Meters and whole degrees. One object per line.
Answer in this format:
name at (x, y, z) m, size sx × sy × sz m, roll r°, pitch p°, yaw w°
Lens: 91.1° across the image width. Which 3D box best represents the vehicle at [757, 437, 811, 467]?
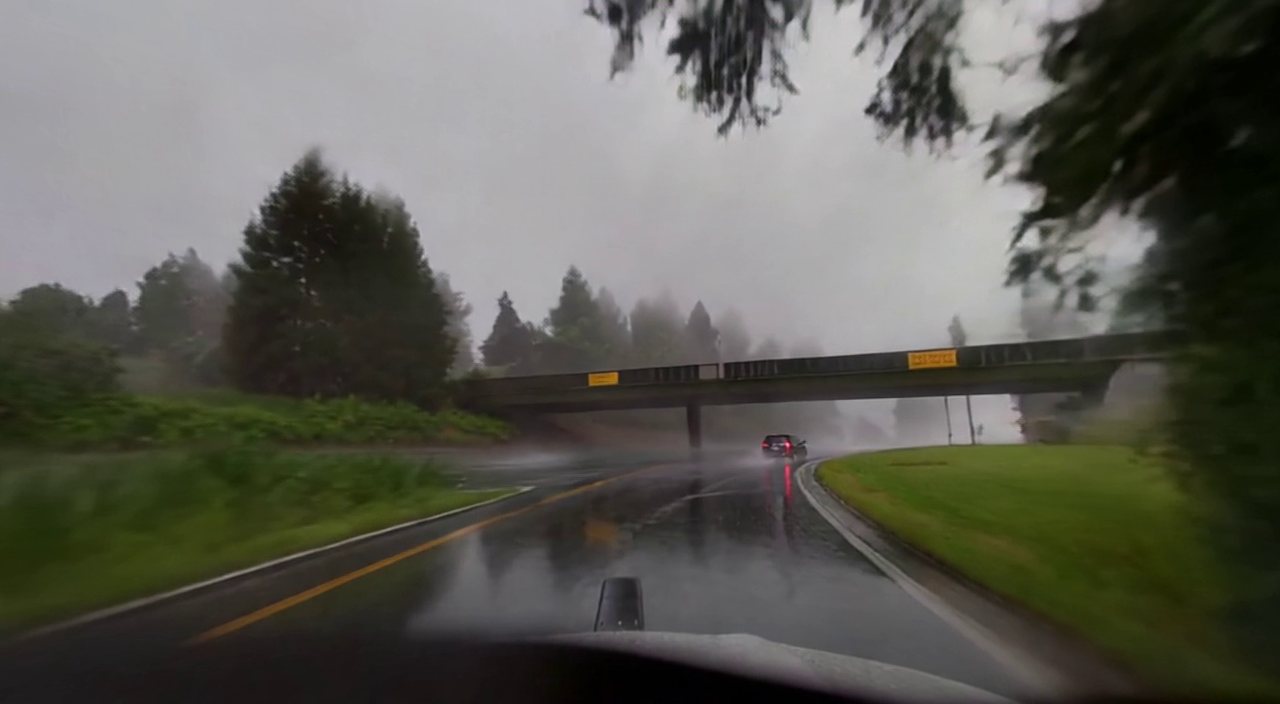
vehicle at (7.493, 5.160, 32.509) m, size 1.980 × 1.449 × 3.650 m, roll -4°, pitch -10°, yaw 23°
